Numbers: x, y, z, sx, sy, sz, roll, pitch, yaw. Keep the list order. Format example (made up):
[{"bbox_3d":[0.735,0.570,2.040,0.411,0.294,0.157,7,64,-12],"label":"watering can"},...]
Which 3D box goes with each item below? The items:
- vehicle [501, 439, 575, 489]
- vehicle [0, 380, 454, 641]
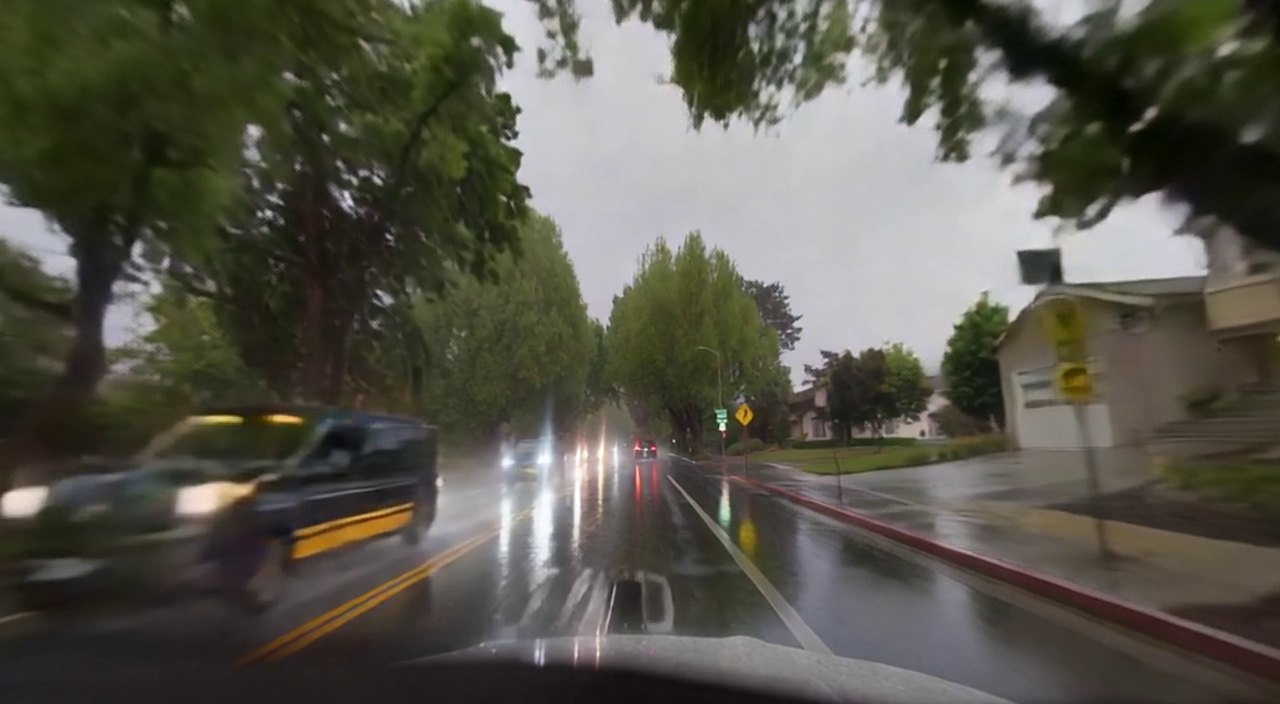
[{"bbox_3d":[-4.019,4.513,25.782,2.134,1.821,4.719,0,-9,1],"label":"vehicle"},{"bbox_3d":[-4.203,1.590,7.447,2.267,1.975,5.112,0,-9,2],"label":"vehicle"}]
